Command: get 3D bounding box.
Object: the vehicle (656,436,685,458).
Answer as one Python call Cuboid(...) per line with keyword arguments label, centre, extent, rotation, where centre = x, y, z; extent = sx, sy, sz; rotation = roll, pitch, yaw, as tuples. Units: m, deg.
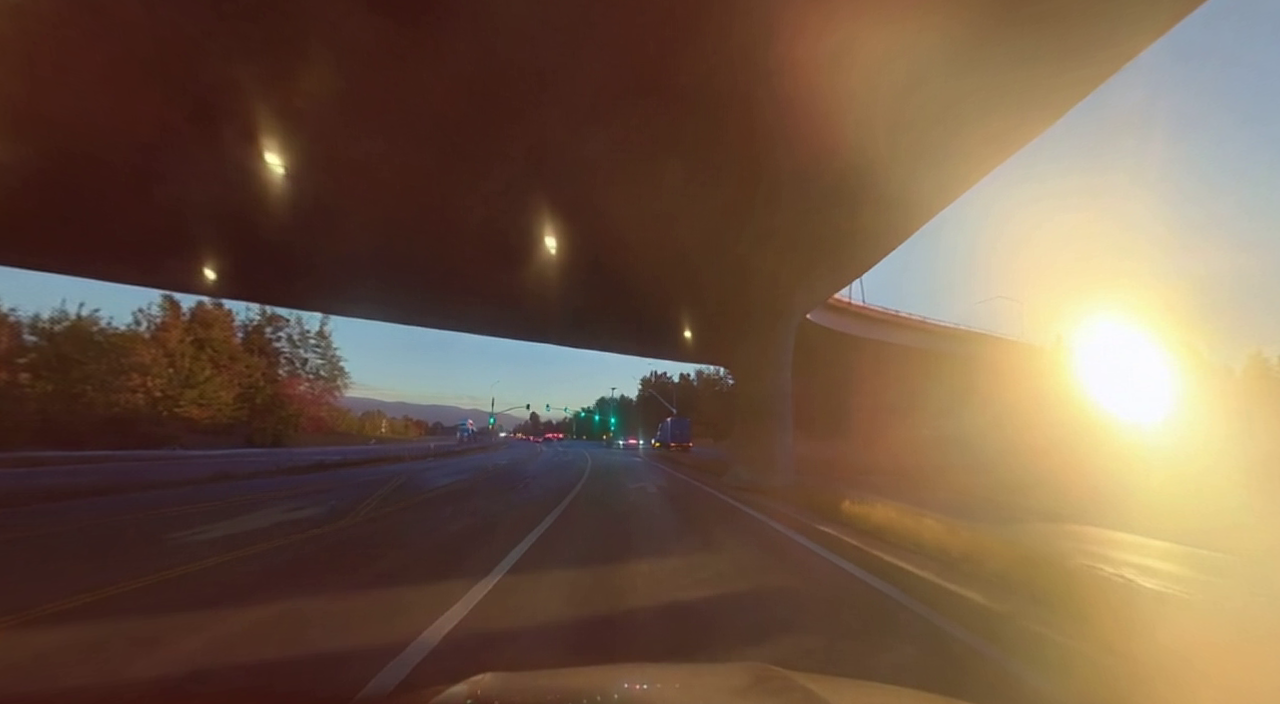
Cuboid(label="vehicle", centre=(2.180, 6.636, 44.102), extent=(1.947, 1.475, 3.962), rotation=(-1, -8, 4))
